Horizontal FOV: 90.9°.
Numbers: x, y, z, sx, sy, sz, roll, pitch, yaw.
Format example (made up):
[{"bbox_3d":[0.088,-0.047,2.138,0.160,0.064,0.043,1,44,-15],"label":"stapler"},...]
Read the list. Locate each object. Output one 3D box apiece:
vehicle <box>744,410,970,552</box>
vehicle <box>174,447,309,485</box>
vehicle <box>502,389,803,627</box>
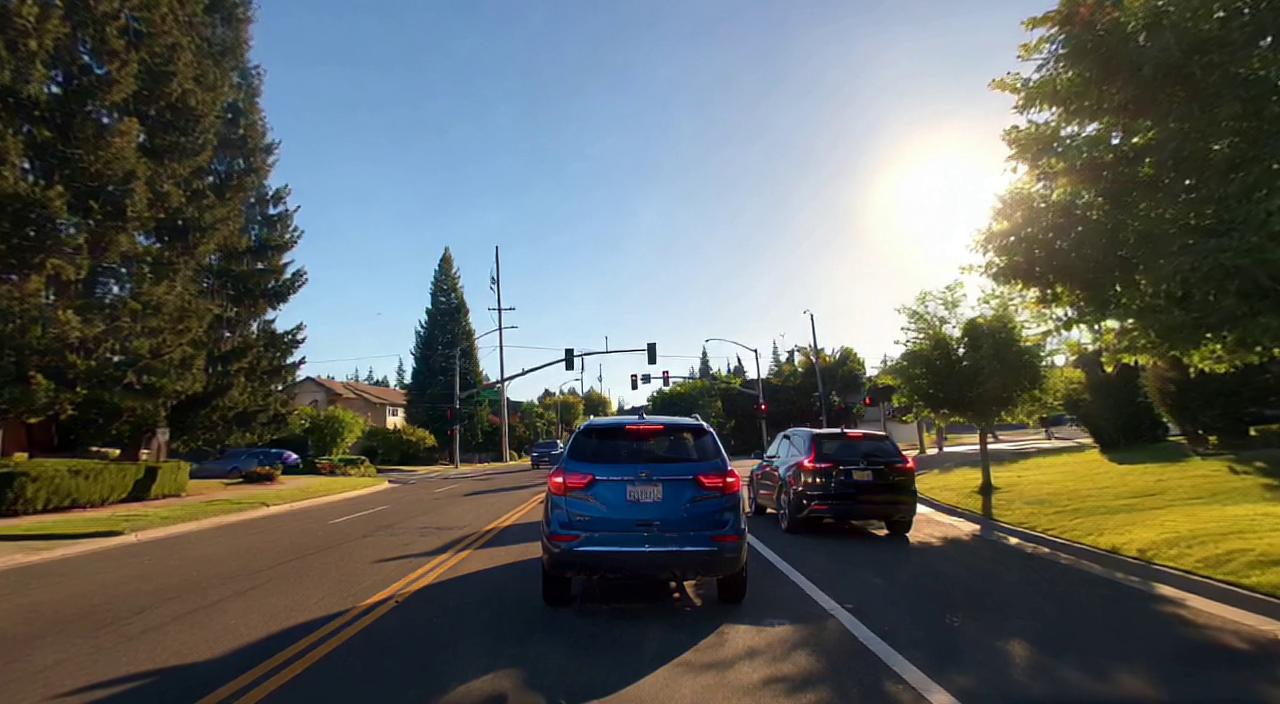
[{"bbox_3d":[3.073,1.924,10.079,1.967,1.756,4.281,0,-8,-1],"label":"vehicle"},{"bbox_3d":[-16.153,4.632,25.715,4.245,1.446,1.827,0,-8,1],"label":"vehicle"},{"bbox_3d":[0.062,1.420,6.654,2.151,1.695,4.100,0,-8,-1],"label":"vehicle"}]
